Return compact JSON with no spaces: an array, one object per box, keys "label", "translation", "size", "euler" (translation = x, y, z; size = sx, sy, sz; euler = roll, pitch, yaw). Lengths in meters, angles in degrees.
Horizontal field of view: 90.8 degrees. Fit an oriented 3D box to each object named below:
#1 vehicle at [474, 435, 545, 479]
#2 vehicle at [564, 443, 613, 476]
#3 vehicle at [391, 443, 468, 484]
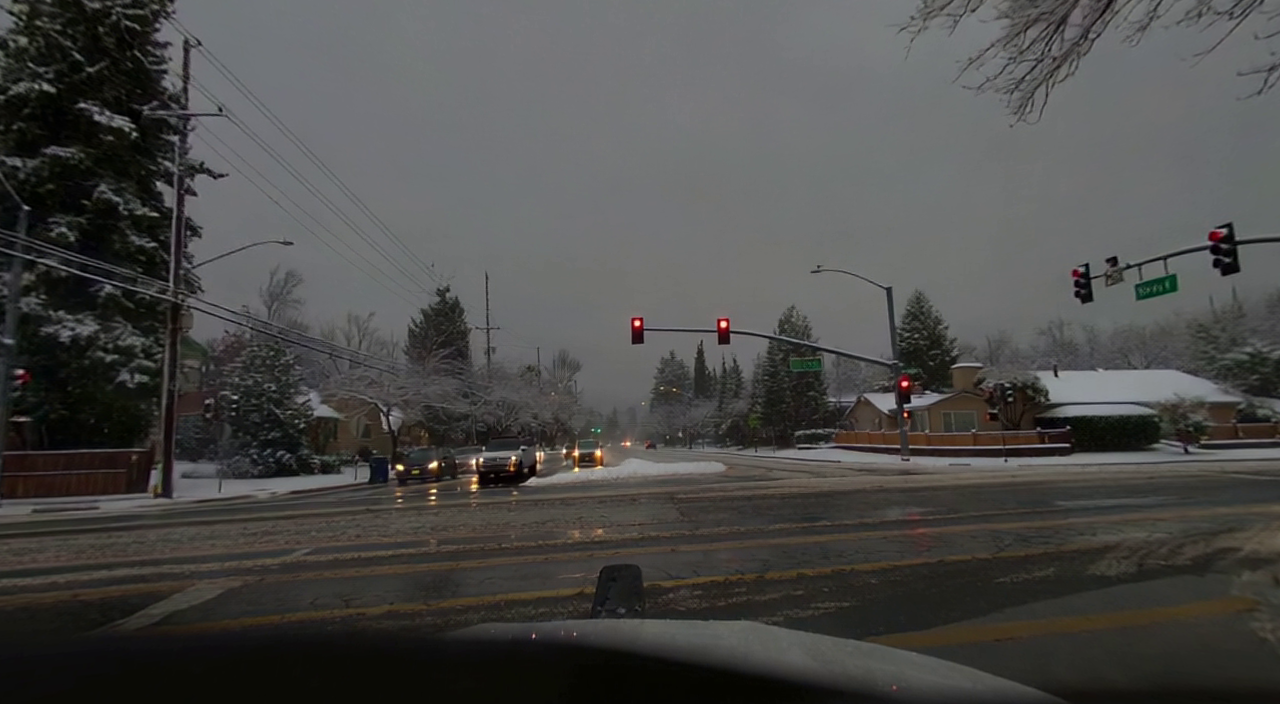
[{"label":"vehicle","translation":[-6.401,5.233,31.766],"size":[2.479,1.977,5.254],"euler":[0,-9,-1]},{"label":"vehicle","translation":[-2.415,5.219,30.932],"size":[2.174,1.477,4.805],"euler":[0,-9,-2]},{"label":"vehicle","translation":[-10.173,5.393,30.981],"size":[2.241,1.819,4.690],"euler":[0,-9,-1]}]
